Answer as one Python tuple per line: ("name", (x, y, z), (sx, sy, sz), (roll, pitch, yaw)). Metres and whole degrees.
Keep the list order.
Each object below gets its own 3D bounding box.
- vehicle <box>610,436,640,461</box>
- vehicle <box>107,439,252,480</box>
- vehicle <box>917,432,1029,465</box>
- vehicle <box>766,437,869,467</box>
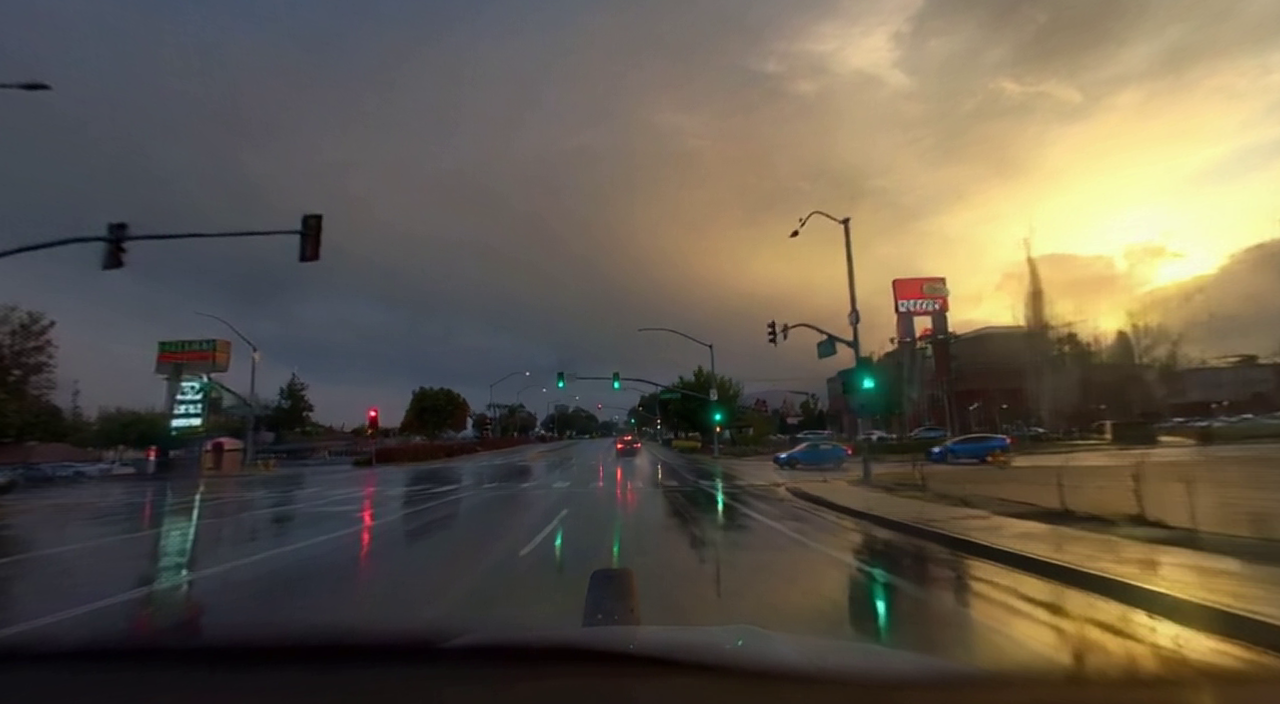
("vehicle", (-1.068, 6.922, 45.298), (2.024, 1.628, 4.774), (0, -9, -1))
("vehicle", (-34.747, 8.150, 47.927), (8.399, 2.938, 2.801), (1, -9, -4))
("vehicle", (17.448, 5.085, 33.251), (4.710, 1.588, 2.053), (-1, -9, -2))
("vehicle", (9.262, 5.268, 33.257), (4.794, 1.511, 1.992), (1, -9, -3))
